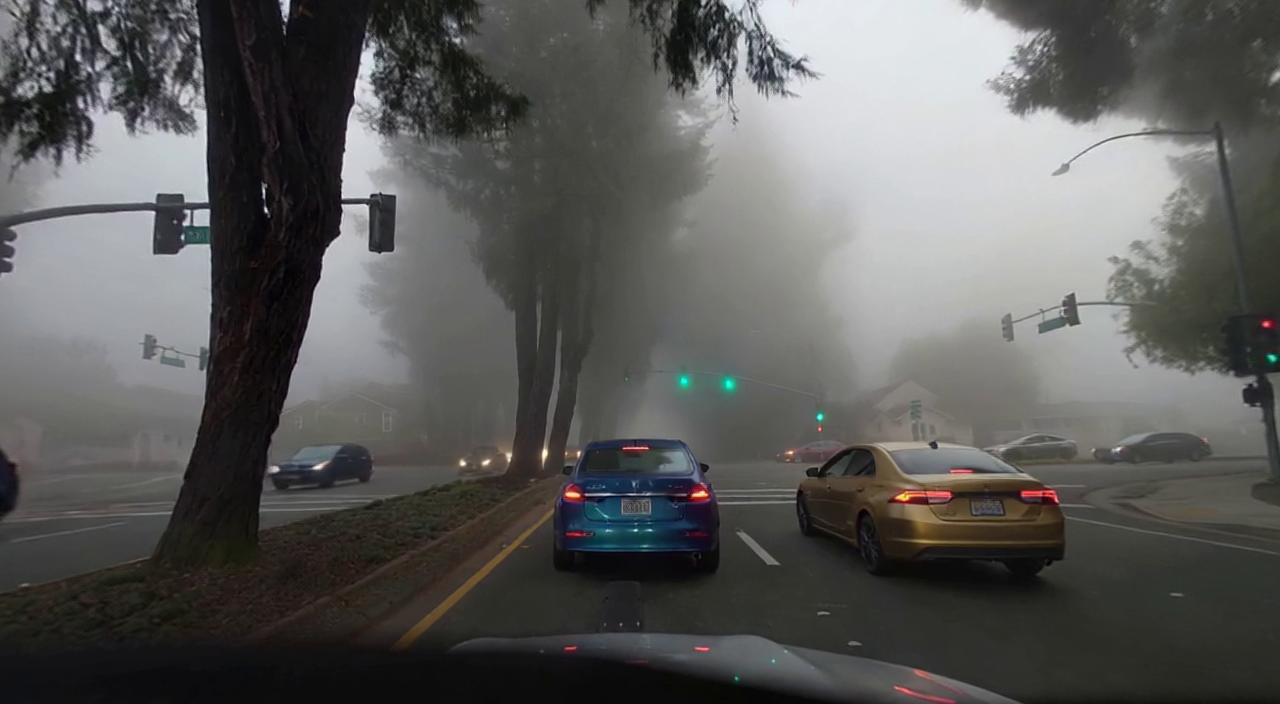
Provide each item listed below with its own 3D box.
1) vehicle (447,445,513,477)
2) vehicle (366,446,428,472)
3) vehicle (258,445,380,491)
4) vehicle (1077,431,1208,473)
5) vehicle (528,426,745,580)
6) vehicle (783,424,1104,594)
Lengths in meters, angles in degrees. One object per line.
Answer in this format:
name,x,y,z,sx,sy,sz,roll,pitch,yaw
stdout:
vehicle,-7.544,5.177,30.277,2.040,1.374,4.150,0,-8,1
vehicle,-17.007,7.500,44.499,1.893,1.658,4.474,-2,-9,12
vehicle,-11.408,4.133,22.877,2.125,1.476,4.385,0,-8,0
vehicle,24.007,4.781,30.305,4.520,1.762,2.005,-2,-8,-1
vehicle,-0.045,1.780,8.251,2.103,1.478,4.073,0,-8,0
vehicle,3.189,1.718,7.768,1.913,1.505,4.097,0,-8,0
